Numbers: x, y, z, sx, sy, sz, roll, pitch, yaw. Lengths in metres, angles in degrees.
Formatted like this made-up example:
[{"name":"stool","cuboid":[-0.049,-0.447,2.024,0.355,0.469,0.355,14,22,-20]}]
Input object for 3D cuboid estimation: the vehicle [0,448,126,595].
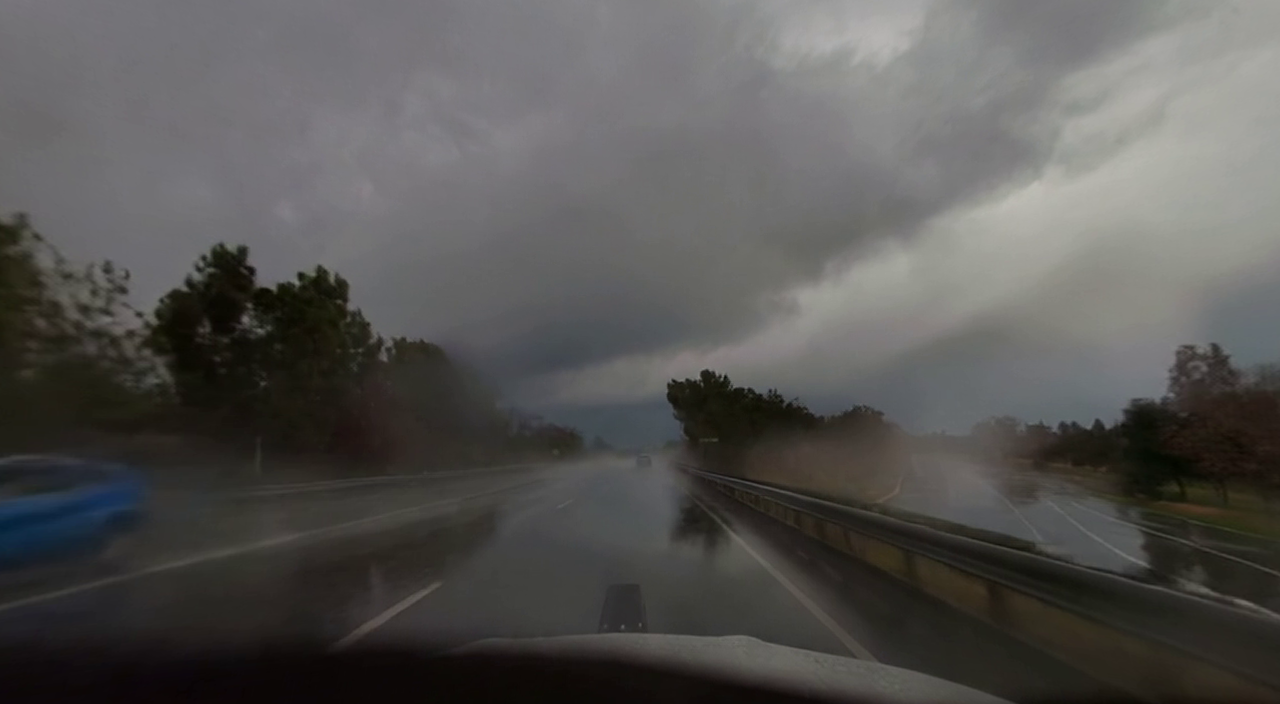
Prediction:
[{"name":"vehicle","cuboid":[-7.867,1.769,6.423,2.003,1.554,3.757,0,-9,1]}]
